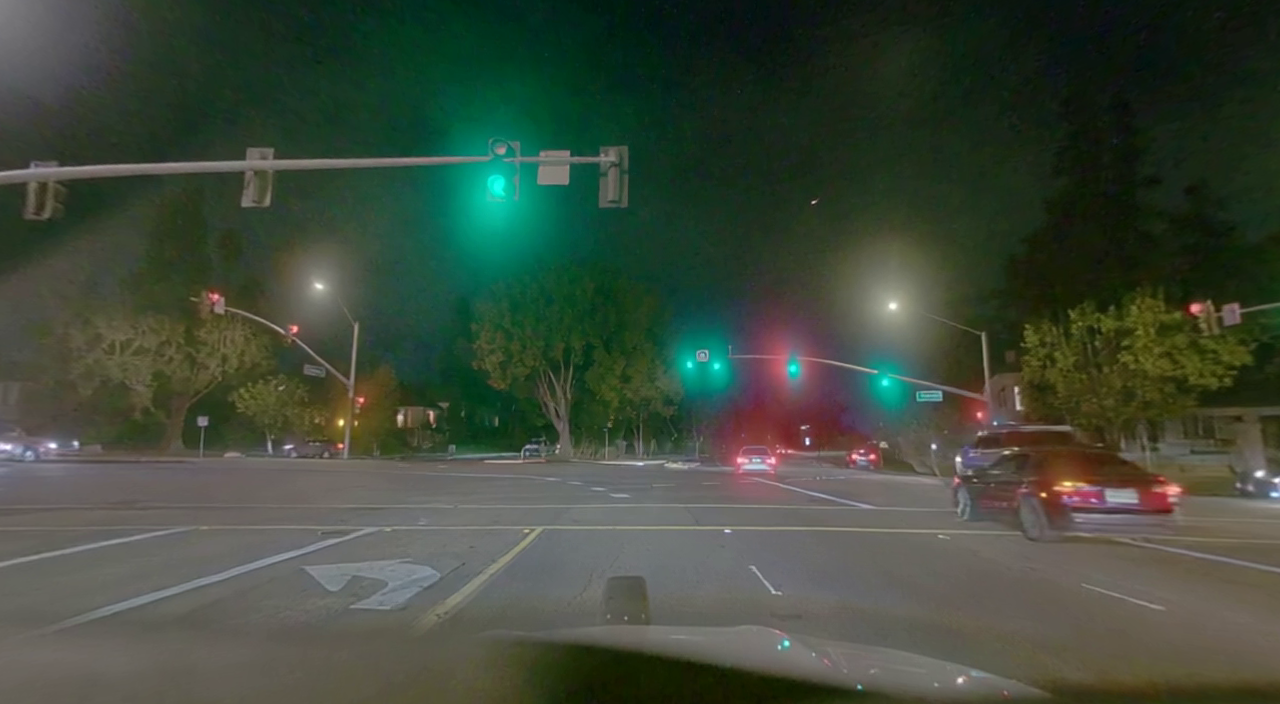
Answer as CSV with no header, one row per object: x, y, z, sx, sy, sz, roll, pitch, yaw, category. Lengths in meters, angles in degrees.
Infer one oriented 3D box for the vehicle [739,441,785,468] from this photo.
7.344,6.211,38.350,1.962,1.568,4.430,0,-8,1,vehicle

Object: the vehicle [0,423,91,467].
-27.020,3.983,26.987,4.911,1.801,2.129,0,-8,0,vehicle

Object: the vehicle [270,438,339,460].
-24.815,7.171,46.785,1.917,1.543,4.027,-5,-10,29,vehicle

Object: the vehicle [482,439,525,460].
-10.072,7.218,46.723,2.039,1.519,4.356,-1,-8,2,vehicle

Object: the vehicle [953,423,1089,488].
16.810,4.722,28.357,2.289,2.575,6.010,0,-11,1,vehicle

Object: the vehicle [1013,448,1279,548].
9.559,2.606,12.067,1.947,1.481,4.745,0,-8,1,vehicle
